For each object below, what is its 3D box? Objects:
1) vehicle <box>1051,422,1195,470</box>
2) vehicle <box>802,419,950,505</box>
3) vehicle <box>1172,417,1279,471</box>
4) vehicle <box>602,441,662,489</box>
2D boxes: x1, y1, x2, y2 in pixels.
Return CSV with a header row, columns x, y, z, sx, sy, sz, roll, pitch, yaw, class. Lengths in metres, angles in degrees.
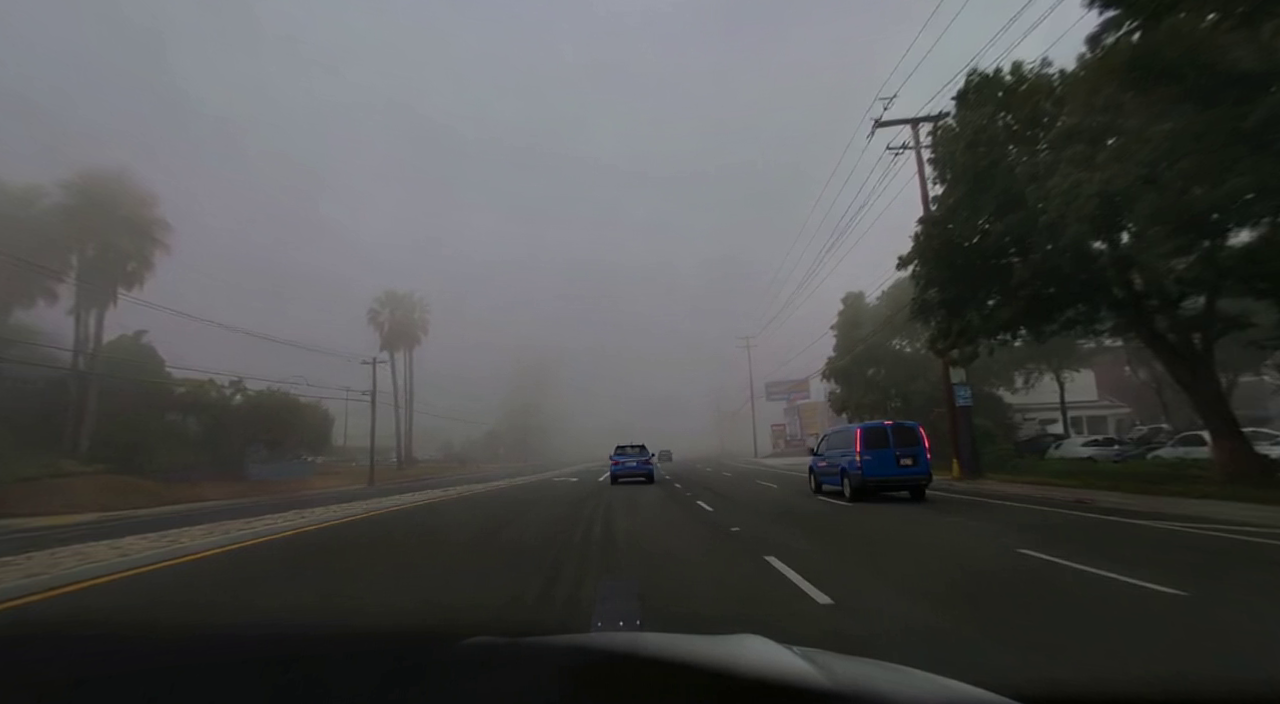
x,y,z,sx,sy,sz,roll,pitch,yaw,class
19.810,3.871,25.999,4.084,1.567,1.967,-5,-9,5,vehicle
5.926,2.832,16.516,2.107,1.928,4.471,0,-9,0,vehicle
20.378,2.989,20.486,4.228,1.654,1.996,0,-9,-1,vehicle
-0.263,4.399,24.789,2.138,1.672,4.168,0,-9,0,vehicle
